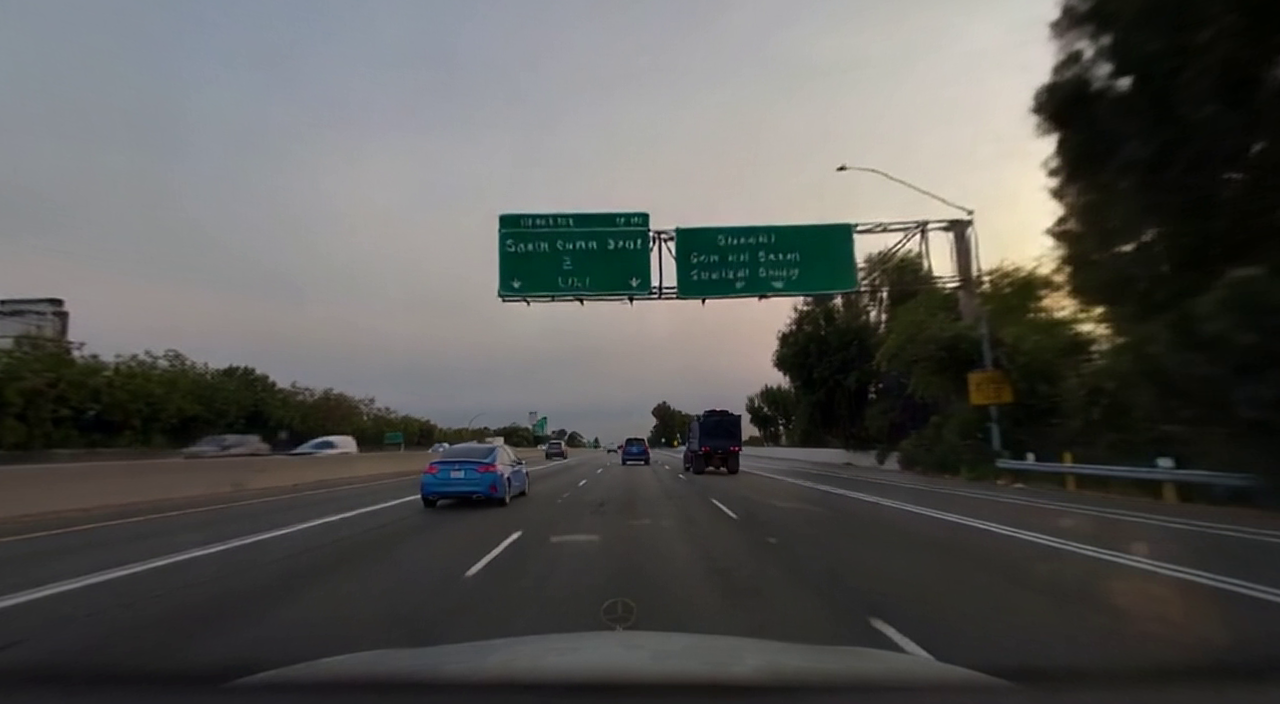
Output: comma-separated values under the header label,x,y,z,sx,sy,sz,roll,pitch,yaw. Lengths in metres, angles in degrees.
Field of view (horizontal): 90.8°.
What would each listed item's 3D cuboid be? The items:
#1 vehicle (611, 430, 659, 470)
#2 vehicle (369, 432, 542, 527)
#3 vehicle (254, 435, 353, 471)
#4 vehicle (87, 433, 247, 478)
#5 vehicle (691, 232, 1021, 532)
label,x,y,z,sx,sy,sz,roll,pitch,yaw
vehicle,-0.259,4.827,31.304,2.203,1.805,4.358,0,-9,0
vehicle,-3.141,2.264,11.863,1.864,1.406,4.544,0,-9,0
vehicle,-16.865,5.103,32.047,2.137,1.629,5.334,0,-9,0
vehicle,-20.108,4.434,27.383,2.356,1.717,6.037,0,-9,-1
vehicle,3.467,1.448,16.072,2.876,4.086,15.117,0,-9,-1
